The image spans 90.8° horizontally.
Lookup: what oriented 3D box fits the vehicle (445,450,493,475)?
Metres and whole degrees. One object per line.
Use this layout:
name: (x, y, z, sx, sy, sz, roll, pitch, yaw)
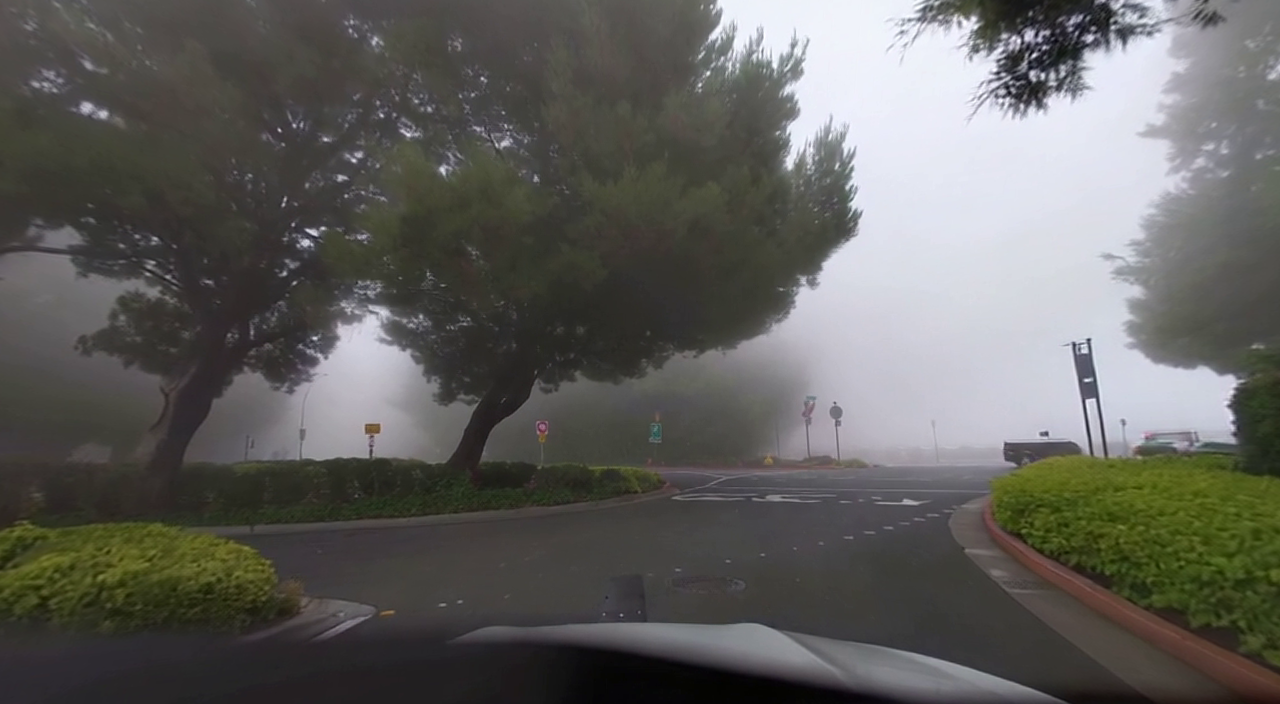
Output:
vehicle: (-12.714, 8.151, 46.806, 2.019, 1.672, 4.490, 5, -10, -35)
